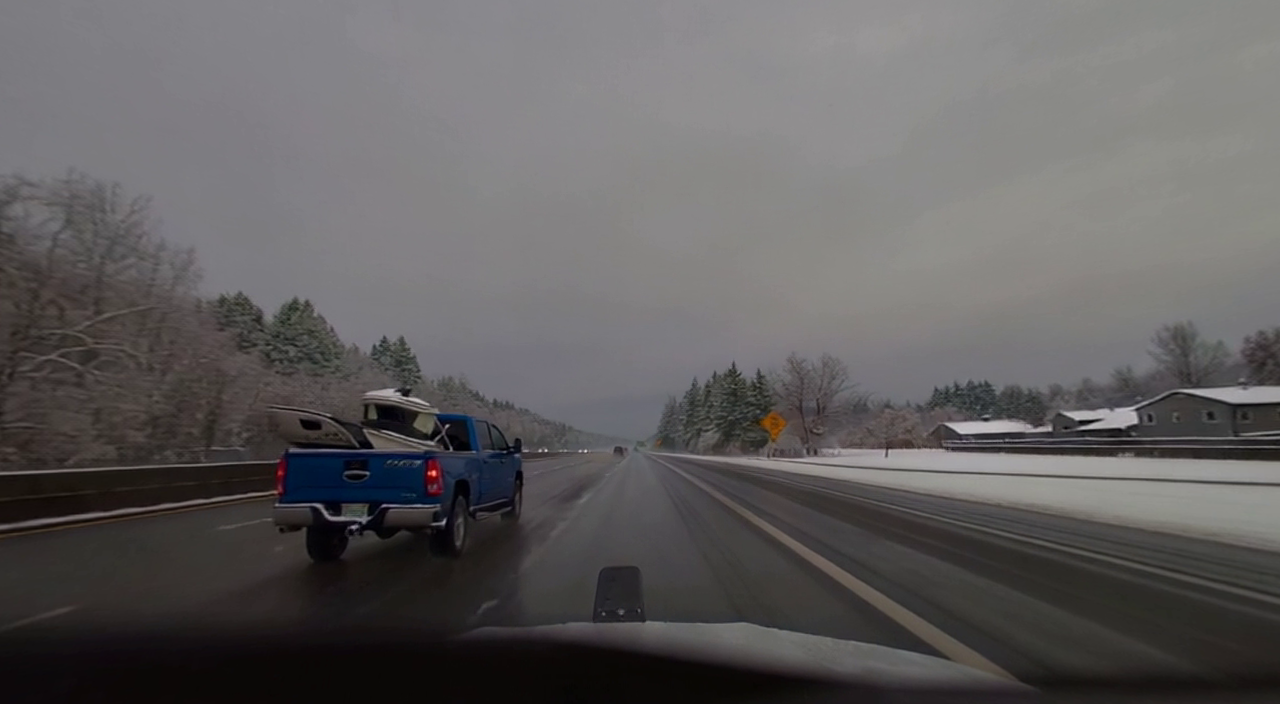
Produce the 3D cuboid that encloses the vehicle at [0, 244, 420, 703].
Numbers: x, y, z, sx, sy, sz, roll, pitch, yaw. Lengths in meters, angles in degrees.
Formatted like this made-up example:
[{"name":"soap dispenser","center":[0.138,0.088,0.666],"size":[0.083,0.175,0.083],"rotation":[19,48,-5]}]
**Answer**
[{"name":"vehicle","center":[-2.827,0.750,2.434],"size":[1.919,1.935,5.609],"rotation":[0,-8,0]}]
